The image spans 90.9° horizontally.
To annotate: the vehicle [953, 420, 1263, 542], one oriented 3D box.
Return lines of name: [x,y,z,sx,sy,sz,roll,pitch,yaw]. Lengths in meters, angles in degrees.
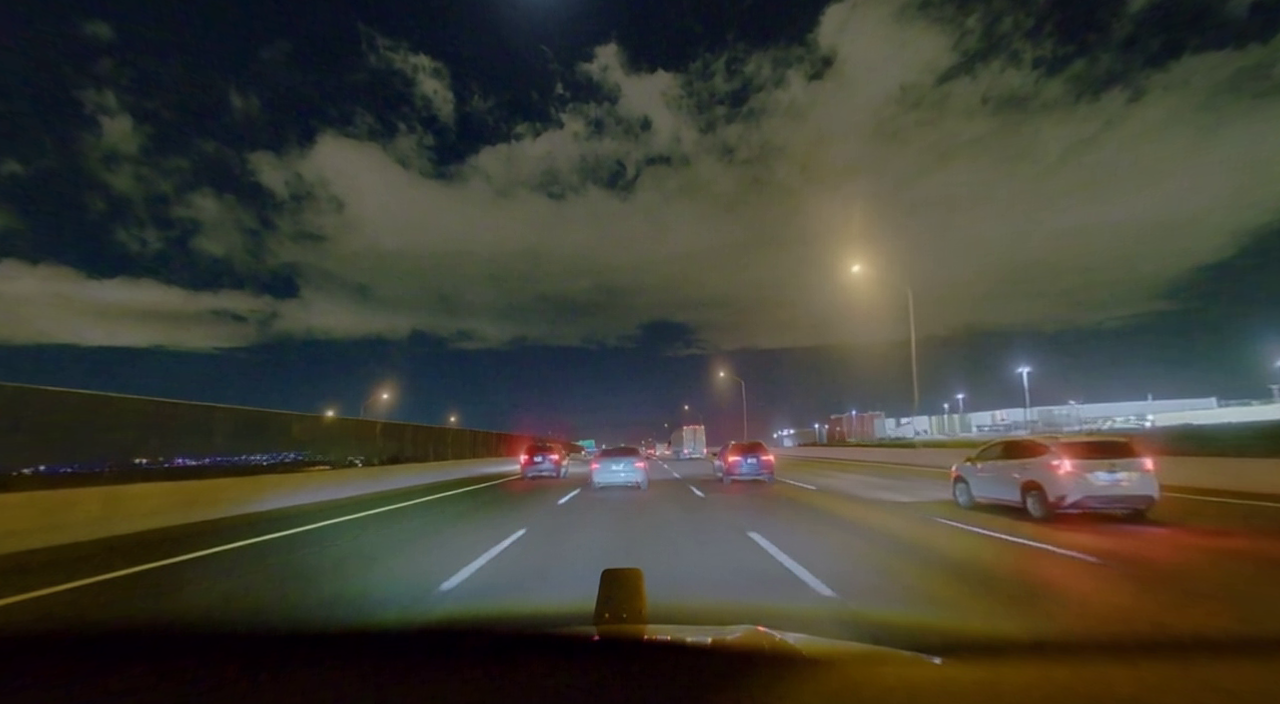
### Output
vehicle: [6.966,1.927,10.062,1.860,1.520,3.961,-1,-8,0]

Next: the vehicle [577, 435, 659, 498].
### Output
vehicle: [-0.518,3.229,18.377,2.067,1.555,4.851,-1,-8,1]

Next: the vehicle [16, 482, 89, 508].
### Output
vehicle: [-46.335,11.265,49.843,2.037,1.464,4.663,-1,-8,-12]

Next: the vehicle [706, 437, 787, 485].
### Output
vehicle: [3.504,3.668,21.611,1.942,1.453,4.329,0,-8,-1]

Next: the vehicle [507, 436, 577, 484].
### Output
vehicle: [-3.704,4.144,24.628,2.036,1.669,4.112,-1,-8,0]
